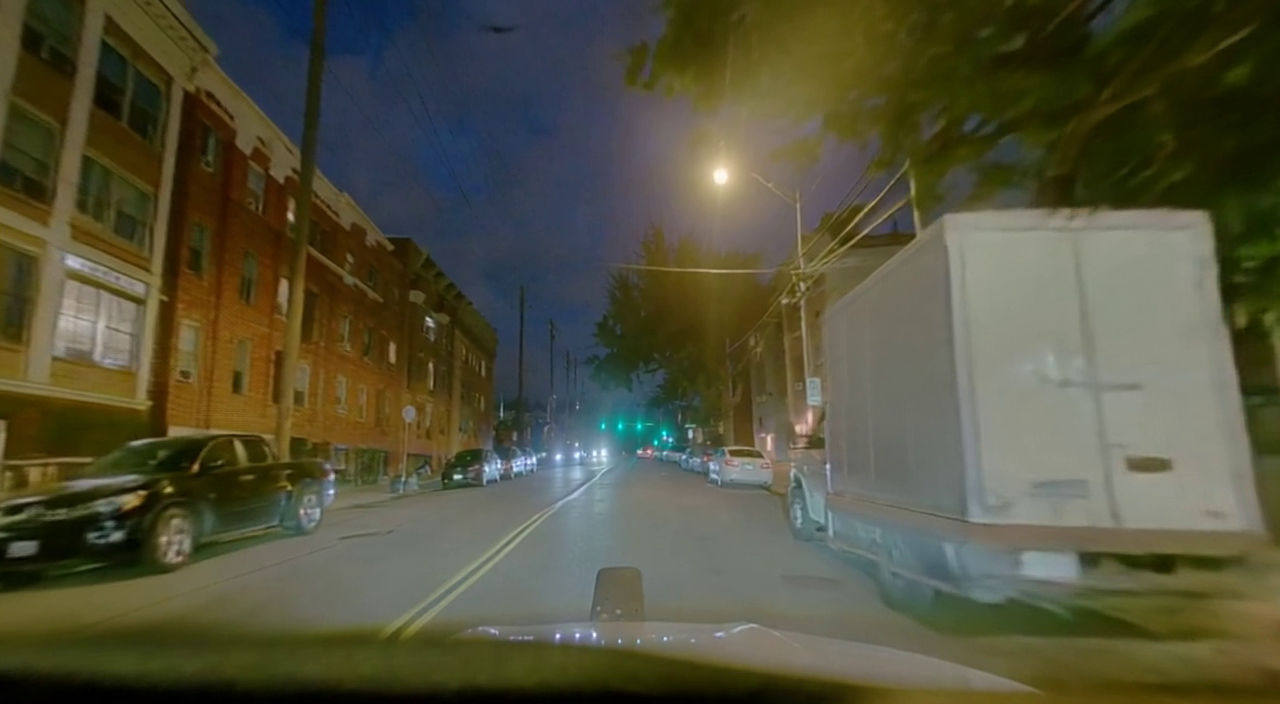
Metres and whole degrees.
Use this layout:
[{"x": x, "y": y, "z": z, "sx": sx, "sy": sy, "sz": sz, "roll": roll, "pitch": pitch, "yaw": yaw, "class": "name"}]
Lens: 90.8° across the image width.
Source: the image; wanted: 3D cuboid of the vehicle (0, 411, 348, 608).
[{"x": -6.675, "y": 1.949, "z": 9.040, "sx": 2.259, "sy": 1.899, "sz": 5.643, "roll": 0, "pitch": -8, "yaw": 0, "class": "vehicle"}]

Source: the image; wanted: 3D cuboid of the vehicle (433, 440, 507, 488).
[{"x": -6.869, "y": 4.567, "z": 26.107, "sx": 1.930, "sy": 1.756, "sz": 4.955, "roll": 0, "pitch": -8, "yaw": -3, "class": "vehicle"}]

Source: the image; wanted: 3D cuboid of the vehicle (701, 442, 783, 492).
[{"x": 3.248, "y": 3.760, "z": 21.045, "sx": 1.885, "sy": 1.464, "sz": 4.466, "roll": 0, "pitch": -8, "yaw": -1, "class": "vehicle"}]

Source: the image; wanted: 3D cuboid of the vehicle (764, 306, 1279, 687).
[{"x": 3.129, "y": 1.235, "z": 6.614, "sx": 2.480, "sy": 2.230, "sz": 5.704, "roll": 0, "pitch": -8, "yaw": 0, "class": "vehicle"}]
